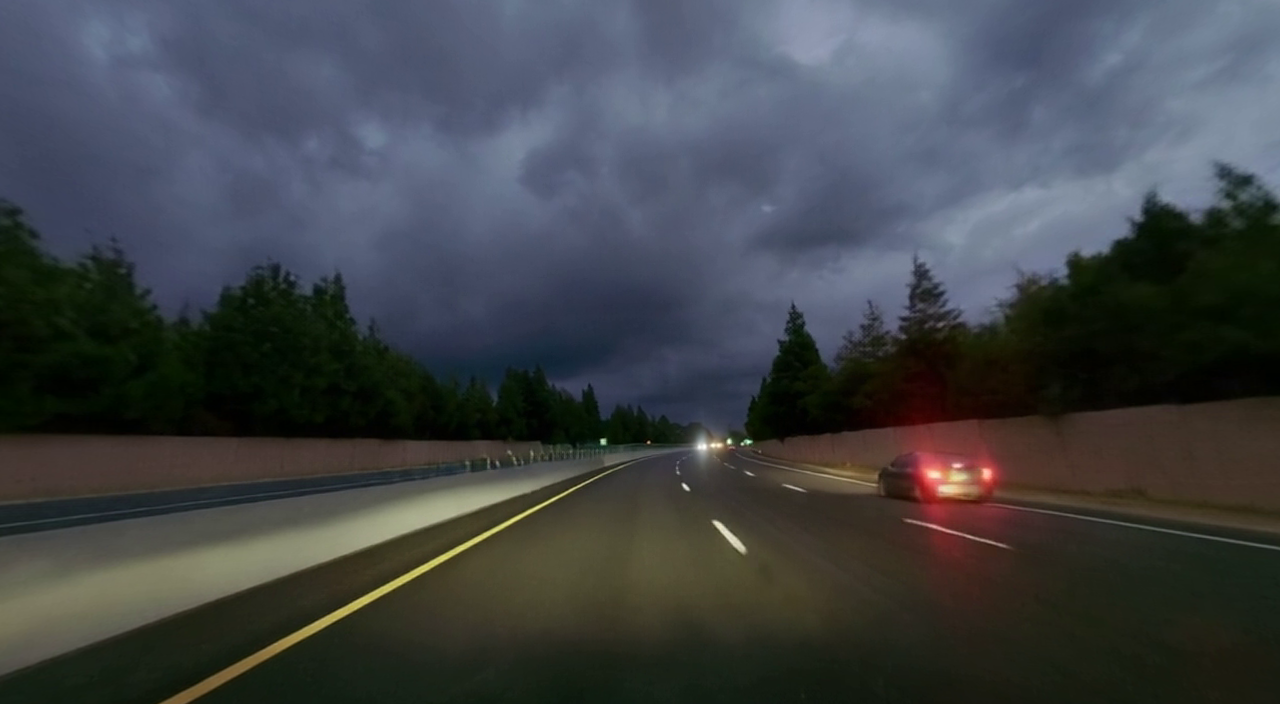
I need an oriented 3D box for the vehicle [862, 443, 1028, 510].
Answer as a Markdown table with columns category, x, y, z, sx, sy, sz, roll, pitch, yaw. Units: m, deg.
| category | x | y | z | sx | sy | sz | roll | pitch | yaw |
| --- | --- | --- | --- | --- | --- | --- | --- | --- | --- |
| vehicle | 7.660 | 3.149 | 16.418 | 1.983 | 1.486 | 4.545 | 0 | -9 | -1 |
